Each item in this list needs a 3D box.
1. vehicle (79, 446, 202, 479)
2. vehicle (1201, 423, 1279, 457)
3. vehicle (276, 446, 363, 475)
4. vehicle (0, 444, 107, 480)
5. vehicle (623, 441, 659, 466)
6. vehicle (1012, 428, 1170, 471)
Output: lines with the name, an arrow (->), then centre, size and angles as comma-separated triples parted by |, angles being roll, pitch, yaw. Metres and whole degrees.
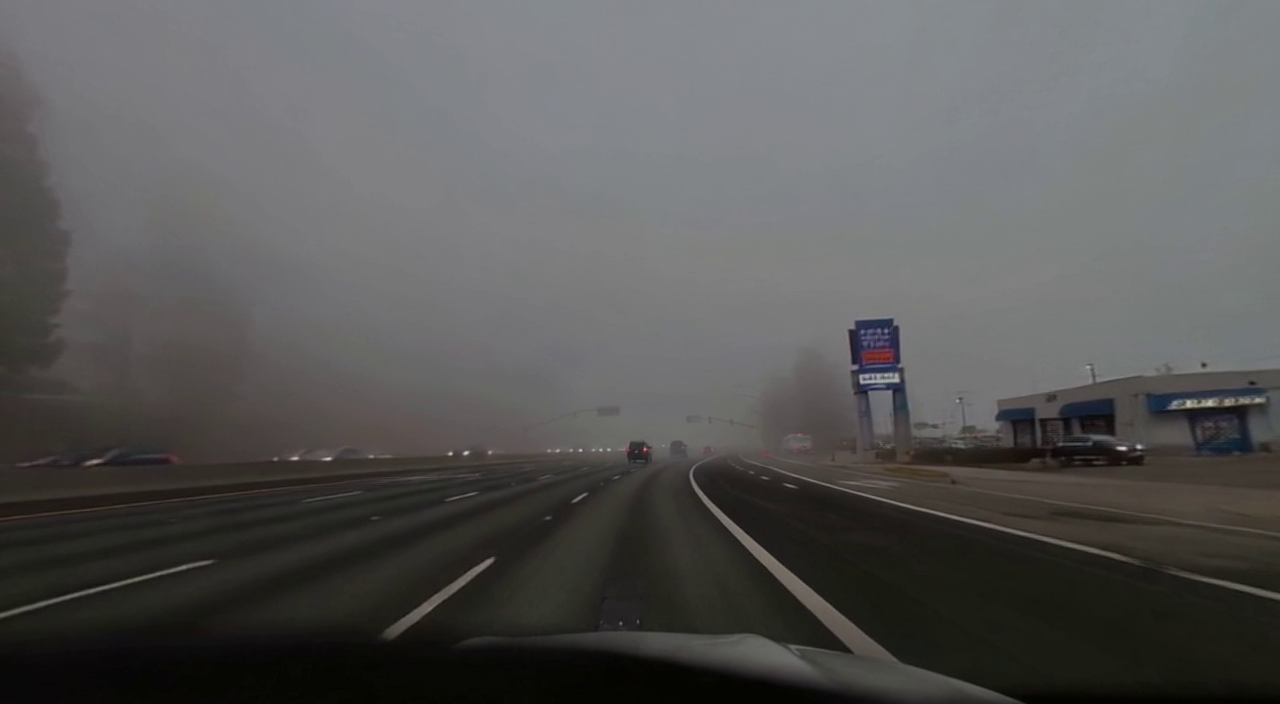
vehicle -> -23.909, 5.260, 30.506 | 1.902, 1.462, 4.579 | -1, -9, 5
vehicle -> 33.751, 4.758, 34.139 | 4.628, 1.747, 1.934 | -4, -10, 25
vehicle -> -17.280, 5.834, 34.351 | 1.991, 1.461, 4.623 | -1, -9, 4
vehicle -> -27.766, 5.072, 29.528 | 1.854, 1.526, 4.216 | 0, -9, 4
vehicle -> 0.122, 7.510, 47.019 | 2.139, 1.782, 4.079 | -1, -9, 7
vehicle -> 17.512, 3.829, 24.814 | 4.577, 1.460, 1.937 | -5, -9, 20
